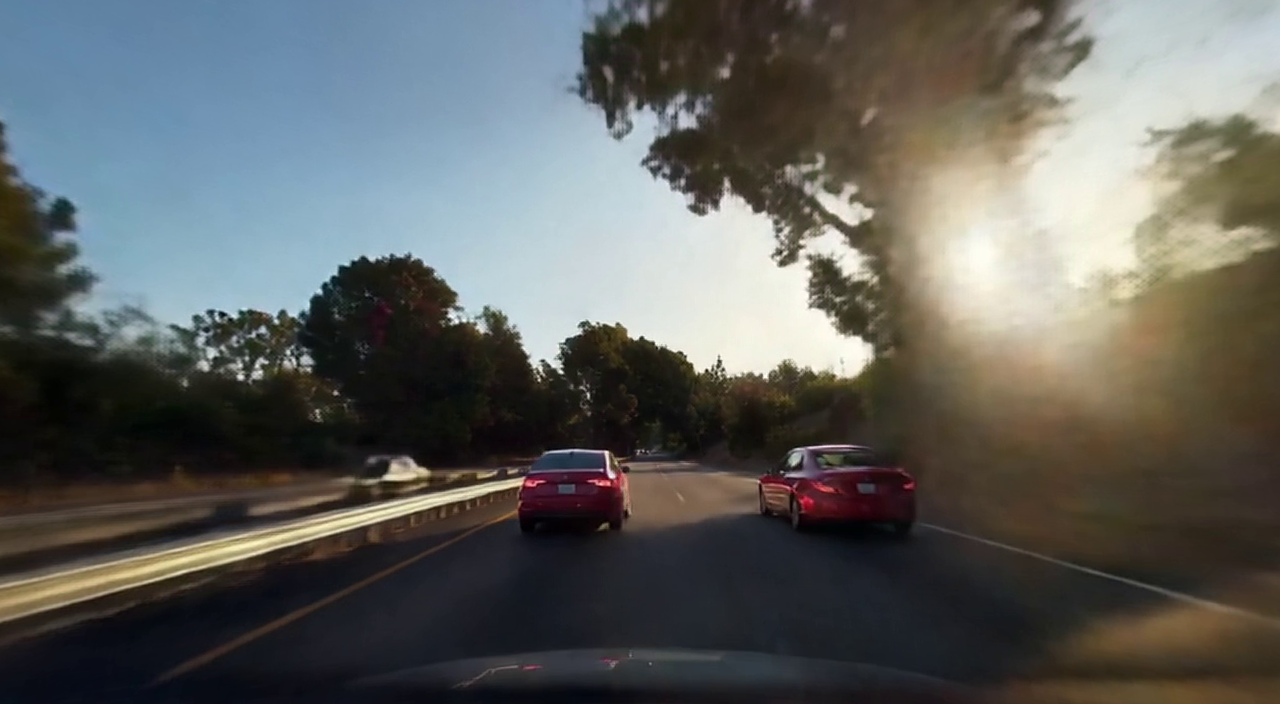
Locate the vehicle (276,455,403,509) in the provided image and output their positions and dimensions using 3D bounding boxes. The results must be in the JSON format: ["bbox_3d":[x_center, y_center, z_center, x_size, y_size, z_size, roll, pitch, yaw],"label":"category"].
[{"bbox_3d":[-9.660,4.171,20.575,1.937,1.521,4.208,-1,-9,2],"label":"vehicle"}]

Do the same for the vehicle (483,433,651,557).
[{"bbox_3d":[-0.902,2.153,10.147,2.083,1.548,4.251,-1,-9,2],"label":"vehicle"}]

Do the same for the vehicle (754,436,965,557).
[{"bbox_3d":[3.198,2.179,10.150,2.021,1.533,4.014,-1,-9,2],"label":"vehicle"}]
